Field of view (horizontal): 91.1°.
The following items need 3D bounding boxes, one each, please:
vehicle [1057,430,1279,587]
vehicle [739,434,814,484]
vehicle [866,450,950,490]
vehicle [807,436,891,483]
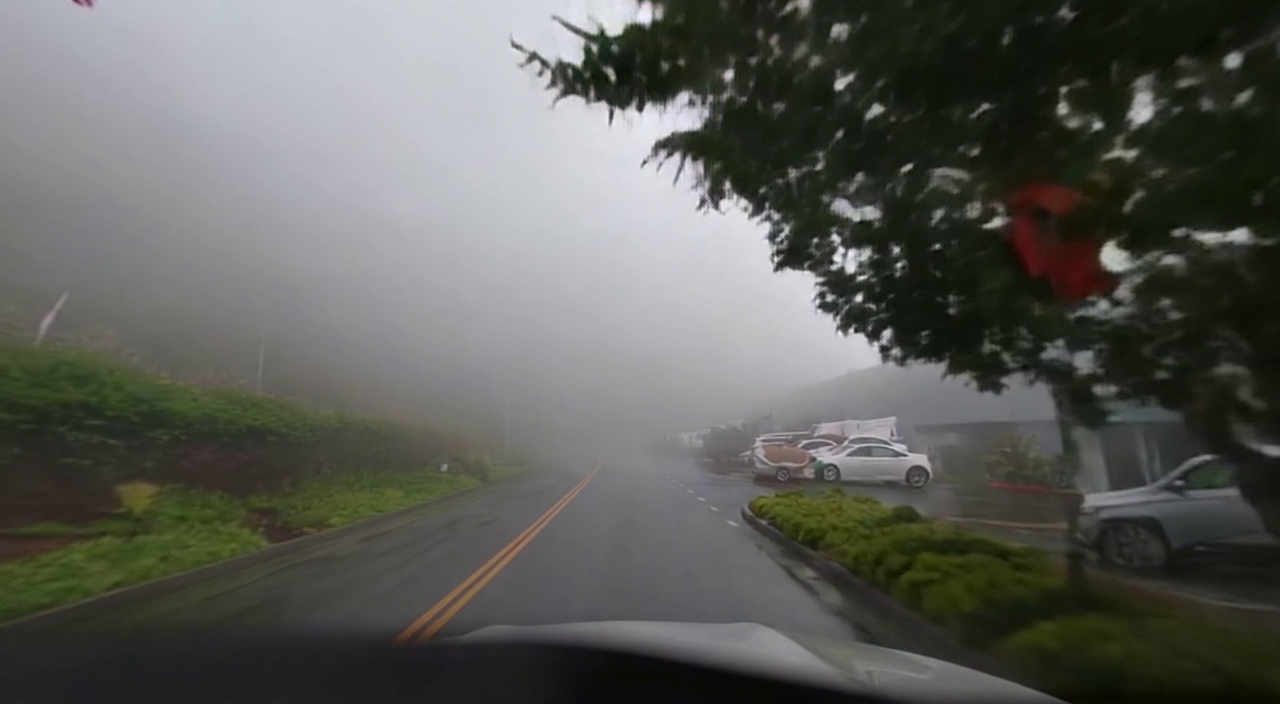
[{"bbox_3d":[8.889,2.135,9.031,2.113,1.945,4.546,1,-9,-10],"label":"vehicle"},{"bbox_3d":[5.577,4.432,26.223,1.977,1.860,4.237,0,-9,-3],"label":"vehicle"},{"bbox_3d":[10.871,4.793,25.802,1.819,1.494,3.834,-1,-9,1],"label":"vehicle"},{"bbox_3d":[8.354,4.346,25.632,1.924,1.713,4.627,-1,-9,2],"label":"vehicle"}]
